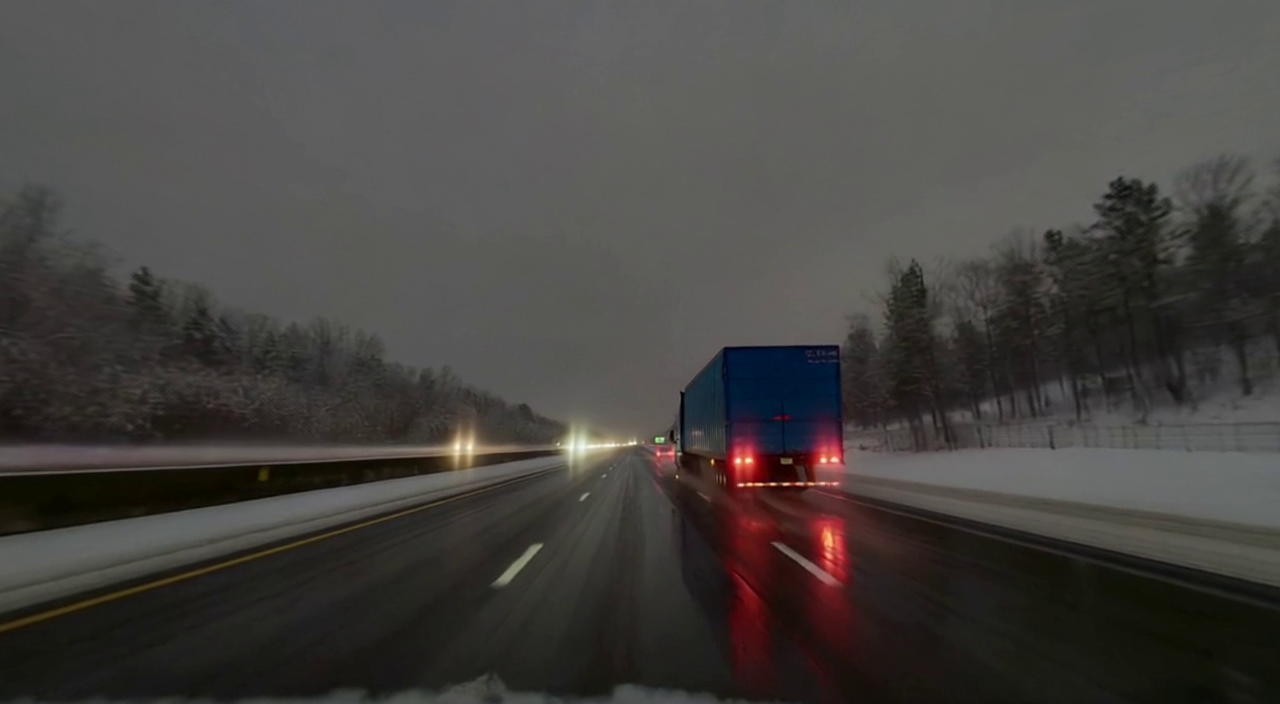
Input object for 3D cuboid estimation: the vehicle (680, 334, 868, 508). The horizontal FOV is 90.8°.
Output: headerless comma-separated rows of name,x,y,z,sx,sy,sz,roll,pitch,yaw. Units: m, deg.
vehicle,3.720,2.861,23.317,3.462,4.177,16.311,0,-9,0
